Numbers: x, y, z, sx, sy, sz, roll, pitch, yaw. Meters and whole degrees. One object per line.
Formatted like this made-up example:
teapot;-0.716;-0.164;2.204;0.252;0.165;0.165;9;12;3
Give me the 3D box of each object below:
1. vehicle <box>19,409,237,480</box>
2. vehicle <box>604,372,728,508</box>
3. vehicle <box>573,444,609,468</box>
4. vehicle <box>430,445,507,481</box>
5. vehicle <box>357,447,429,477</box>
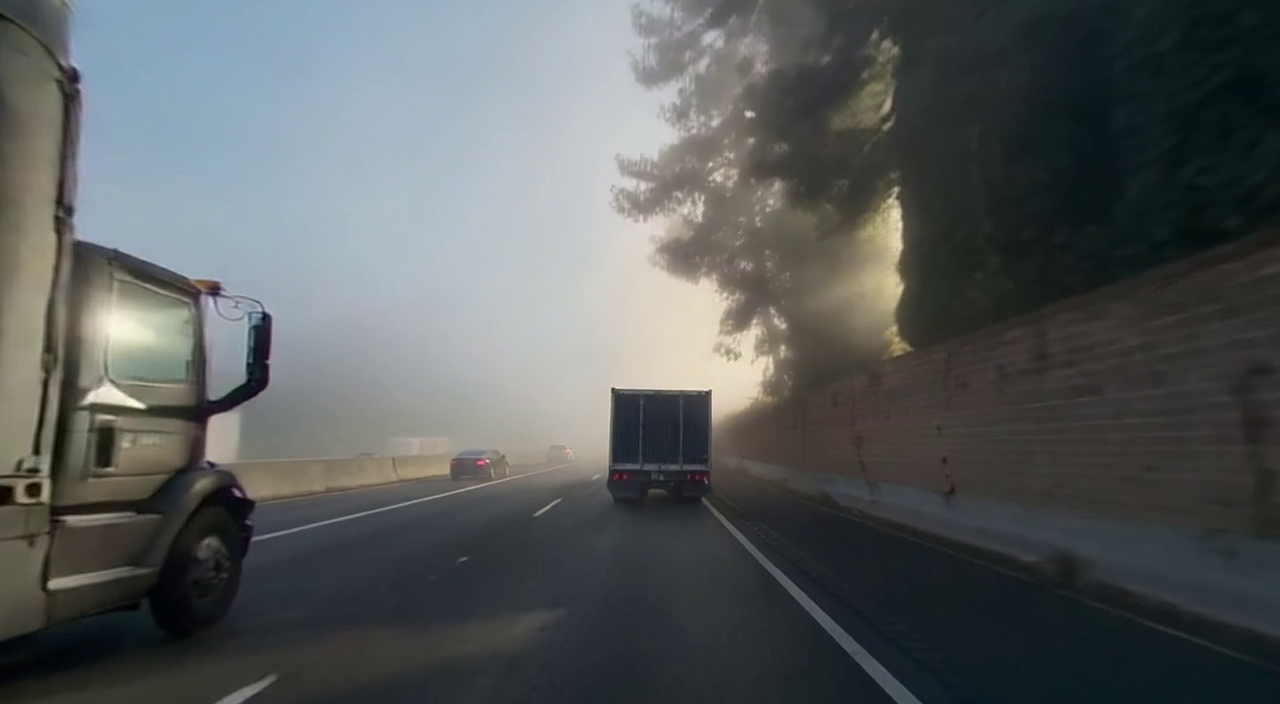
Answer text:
vehicle;-29.914;5.590;38.212;2.724;3.582;12.661;0;-8;-1
vehicle;0.444;2.592;18.560;2.798;3.071;8.412;0;-8;-2
vehicle;-3.302;7.038;42.950;1.974;1.475;4.538;0;-8;1
vehicle;-7.553;4.911;28.323;2.006;1.458;4.700;0;-8;2
vehicle;-12.940;5.753;33.328;1.908;1.473;4.552;0;-8;1
